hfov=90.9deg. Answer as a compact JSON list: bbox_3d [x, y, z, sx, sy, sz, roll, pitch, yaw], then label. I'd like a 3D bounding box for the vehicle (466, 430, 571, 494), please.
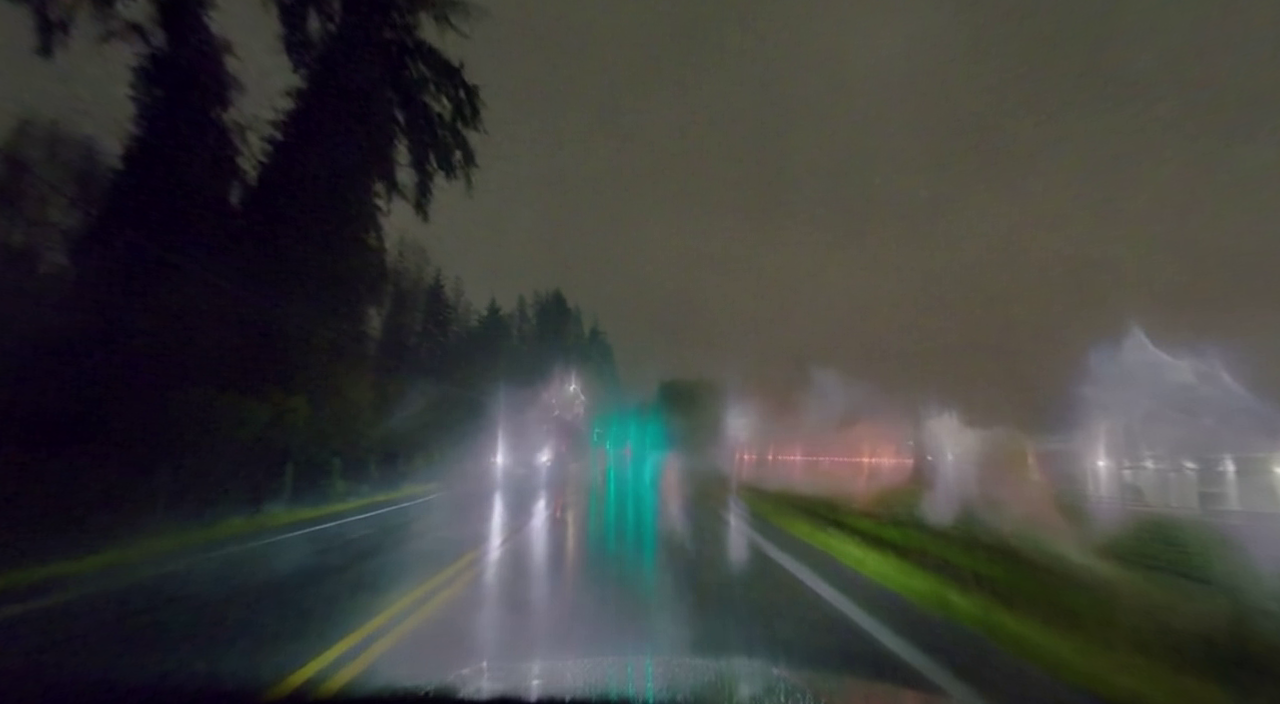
[{"bbox_3d":[-4.058,3.846,22.461,2.531,1.923,6.417,0,-8,-1],"label":"vehicle"}]
